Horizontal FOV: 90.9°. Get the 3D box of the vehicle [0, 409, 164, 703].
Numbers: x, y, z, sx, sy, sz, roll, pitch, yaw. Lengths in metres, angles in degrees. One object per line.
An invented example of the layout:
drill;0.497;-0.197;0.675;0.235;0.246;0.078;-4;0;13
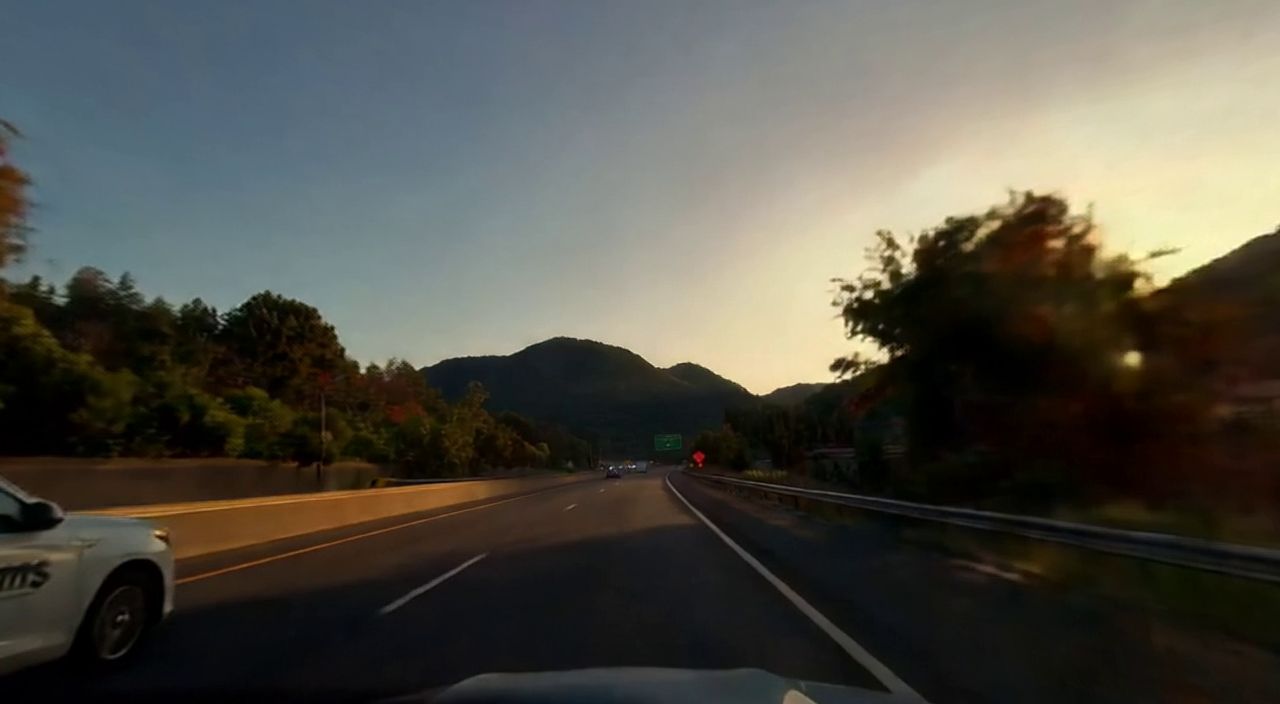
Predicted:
vehicle;-4.069;0.726;1.367;2.135;1.506;5.041;1;-10;0
